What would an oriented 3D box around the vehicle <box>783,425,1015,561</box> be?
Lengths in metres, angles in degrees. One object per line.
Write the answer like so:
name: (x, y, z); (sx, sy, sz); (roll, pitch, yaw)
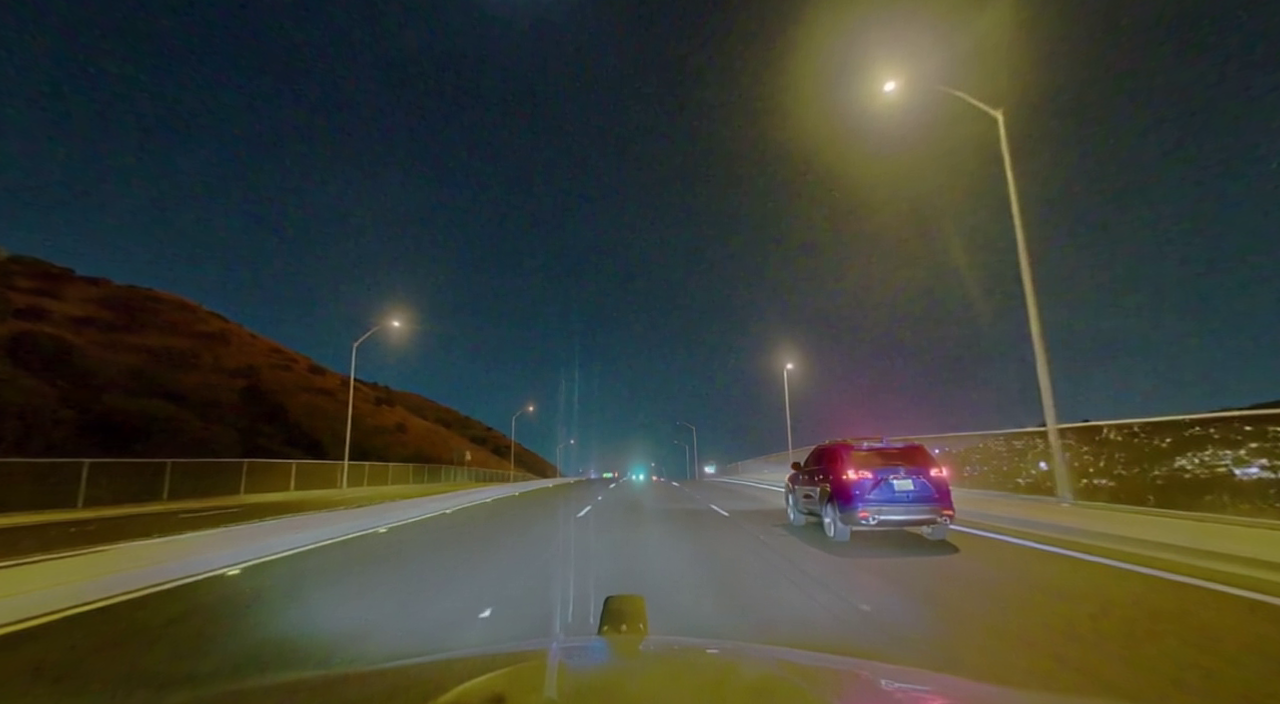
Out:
vehicle: (3.848, 2.151, 10.387); (1.989, 1.730, 4.324); (0, -8, 0)
